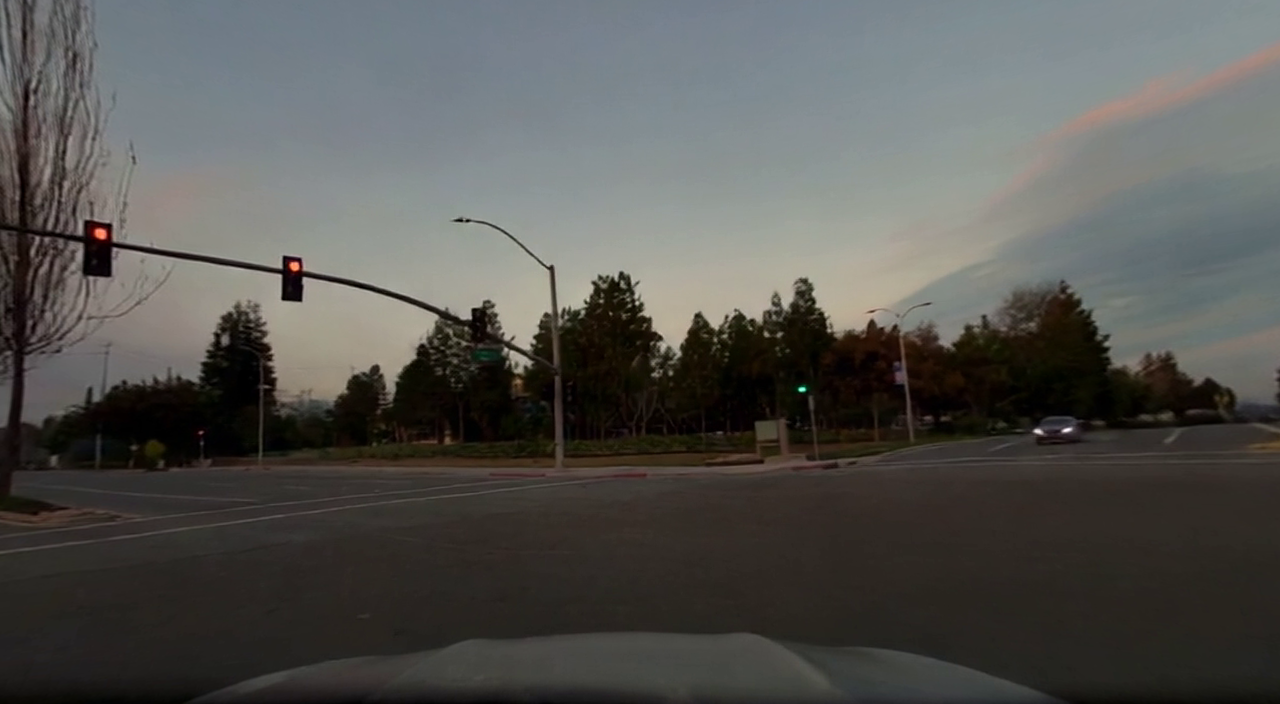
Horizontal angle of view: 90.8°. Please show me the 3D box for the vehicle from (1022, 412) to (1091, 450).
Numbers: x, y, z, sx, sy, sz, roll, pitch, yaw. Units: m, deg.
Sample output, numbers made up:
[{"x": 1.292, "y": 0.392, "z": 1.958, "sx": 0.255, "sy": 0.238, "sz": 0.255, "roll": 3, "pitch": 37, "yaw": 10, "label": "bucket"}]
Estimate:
[{"x": 19.001, "y": 3.636, "z": 28.705, "sx": 1.997, "sy": 1.577, "sz": 4.719, "roll": -7, "pitch": -10, "yaw": 39, "label": "vehicle"}]
